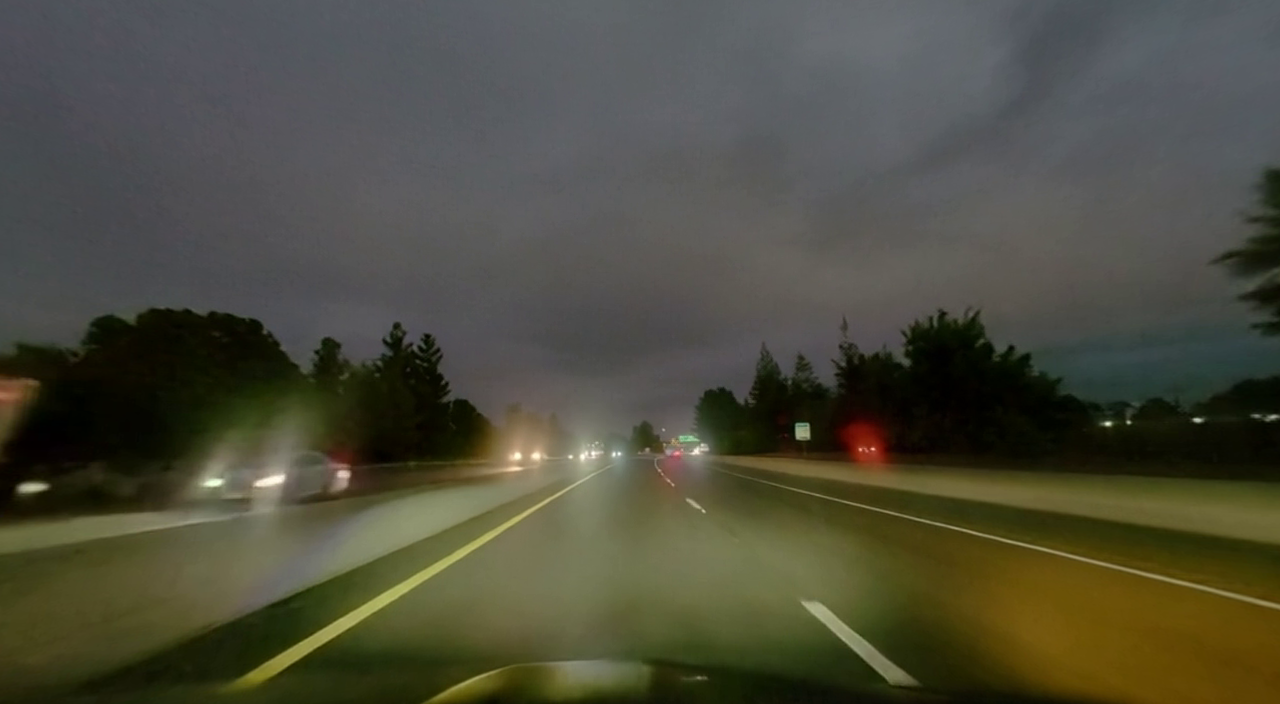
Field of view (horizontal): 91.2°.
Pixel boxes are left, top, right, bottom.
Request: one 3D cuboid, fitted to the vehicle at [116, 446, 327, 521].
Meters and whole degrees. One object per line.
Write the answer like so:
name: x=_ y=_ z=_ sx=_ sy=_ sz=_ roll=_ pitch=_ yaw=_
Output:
vehicle: x=-9.718 y=3.048 z=15.136 sx=2.026 sy=1.496 sz=4.495 roll=0 pitch=-9 yaw=-1
